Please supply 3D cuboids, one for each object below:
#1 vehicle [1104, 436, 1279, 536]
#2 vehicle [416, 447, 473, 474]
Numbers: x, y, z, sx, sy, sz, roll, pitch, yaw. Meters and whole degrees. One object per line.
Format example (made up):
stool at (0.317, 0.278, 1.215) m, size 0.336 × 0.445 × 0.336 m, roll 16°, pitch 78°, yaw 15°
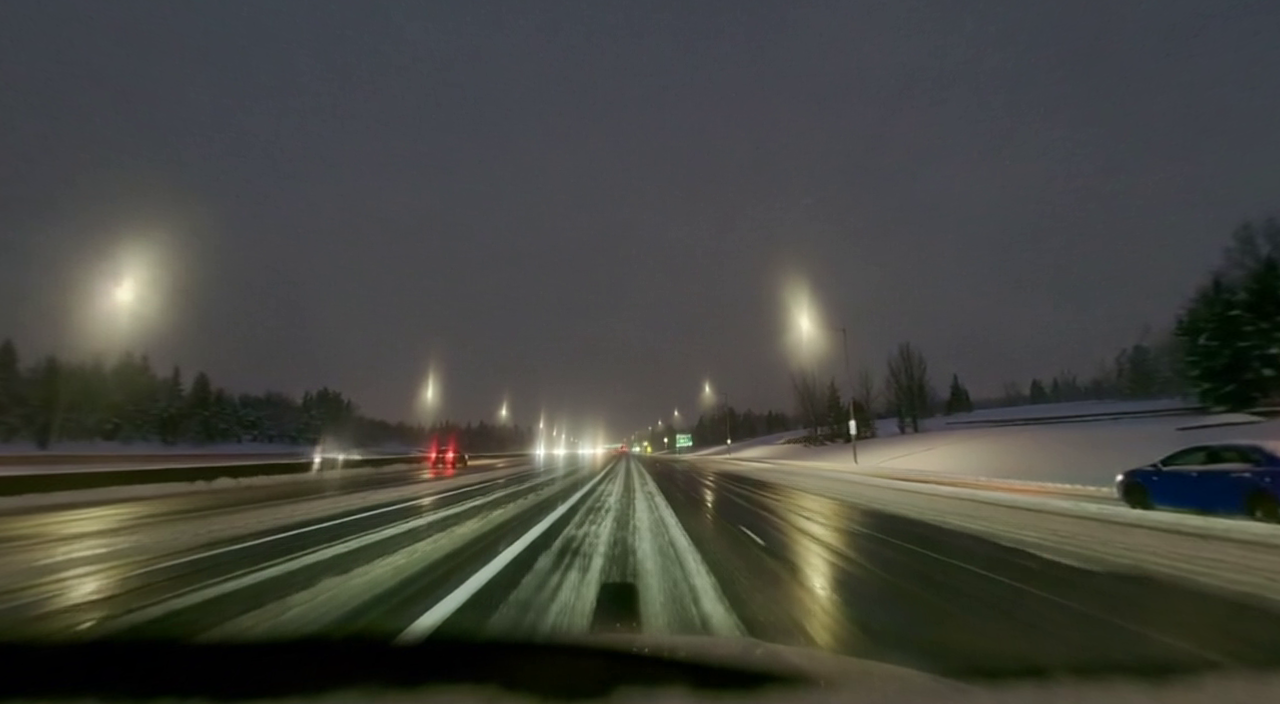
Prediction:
vehicle at (10.617, 2.197, 10.731) m, size 1.985 × 1.493 × 4.486 m, roll 0°, pitch -9°, yaw -1°
vehicle at (-11.403, 6.320, 37.177) m, size 1.921 × 1.452 × 4.429 m, roll 0°, pitch -9°, yaw 0°
